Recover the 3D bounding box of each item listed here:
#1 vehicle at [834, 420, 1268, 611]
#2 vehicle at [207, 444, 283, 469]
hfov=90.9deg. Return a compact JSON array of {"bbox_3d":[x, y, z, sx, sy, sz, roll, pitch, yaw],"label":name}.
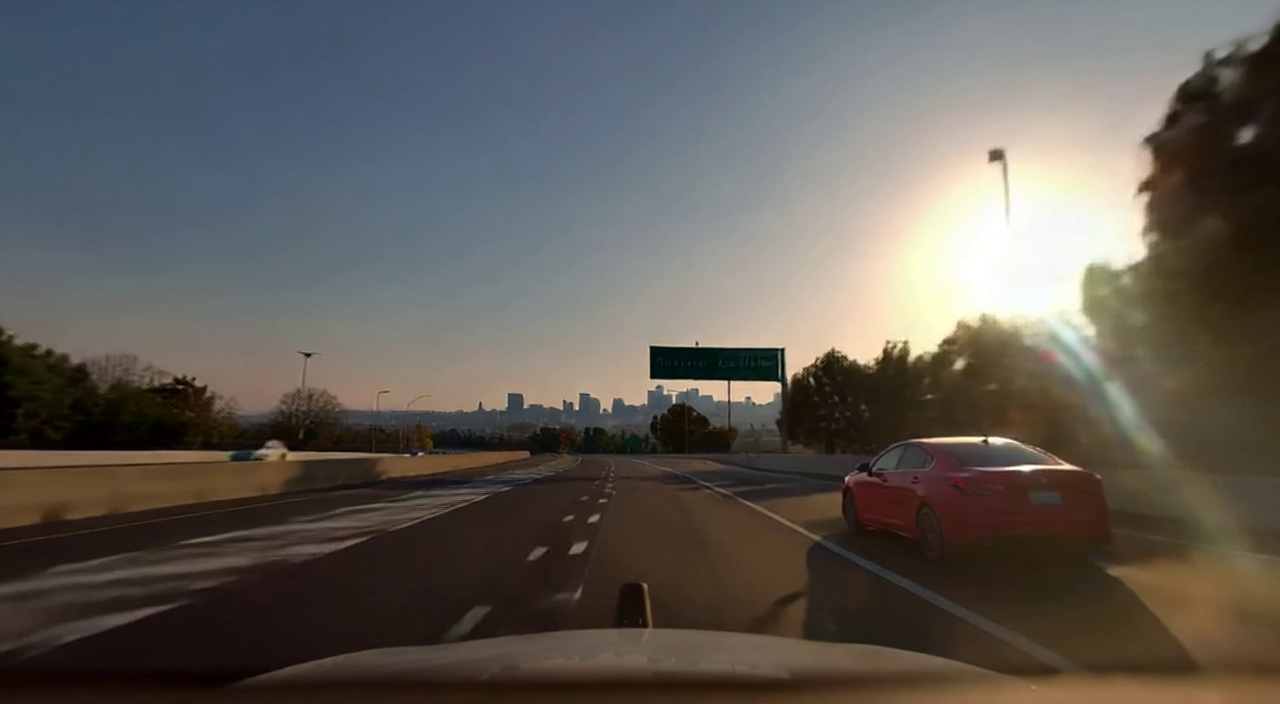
[{"bbox_3d":[4.182,1.707,7.696,2.104,1.575,4.698,0,-8,0],"label":"vehicle"},{"bbox_3d":[-26.372,6.994,42.337,1.923,1.536,4.887,0,-8,0],"label":"vehicle"}]
